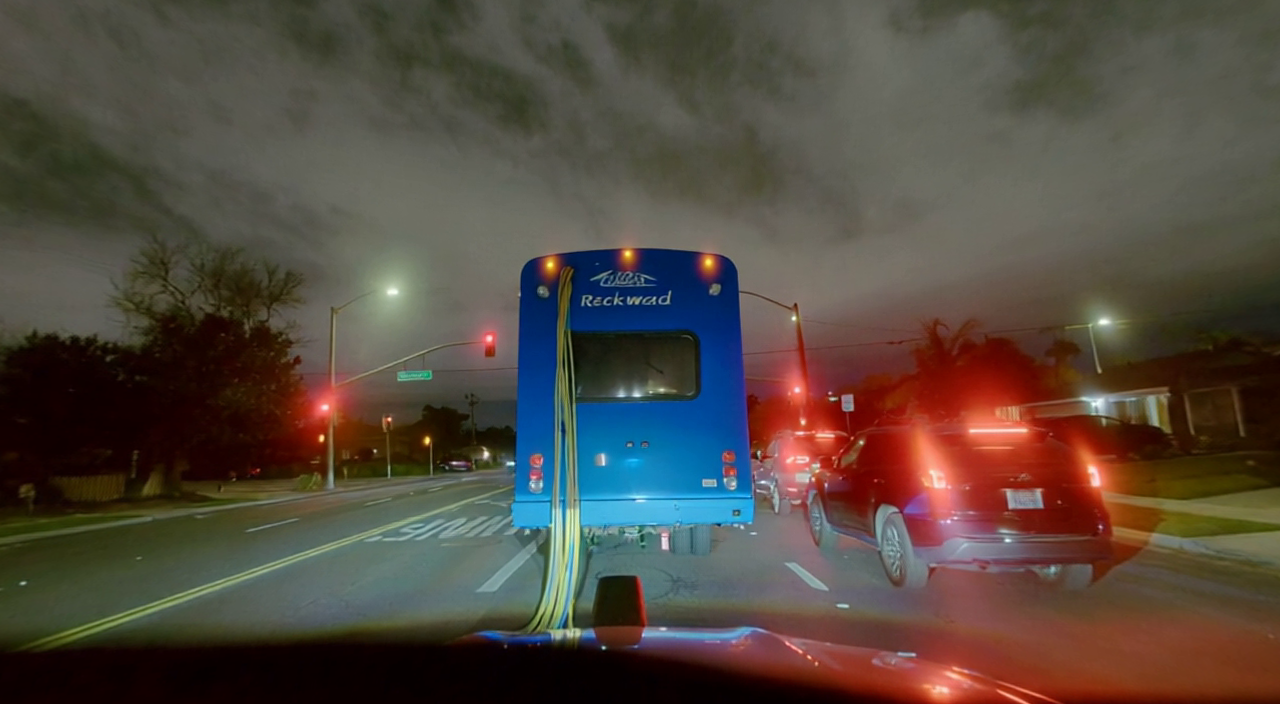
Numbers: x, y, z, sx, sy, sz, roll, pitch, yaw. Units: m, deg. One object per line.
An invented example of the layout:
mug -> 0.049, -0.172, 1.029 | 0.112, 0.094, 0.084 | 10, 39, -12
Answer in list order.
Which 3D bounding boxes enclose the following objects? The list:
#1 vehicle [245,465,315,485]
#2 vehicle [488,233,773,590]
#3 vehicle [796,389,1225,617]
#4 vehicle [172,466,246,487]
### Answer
vehicle -> -27.417, 9.351, 48.138 | 4.187, 1.445, 1.809 | 0, -9, 0
vehicle -> -0.099, 1.126, 10.327 | 2.709, 3.511, 8.213 | 0, -9, 0
vehicle -> 3.406, 1.492, 7.137 | 2.104, 1.735, 4.408 | 0, -9, 0
vehicle -> -32.676, 9.403, 47.950 | 4.311, 1.458, 1.707 | 0, -9, -3
